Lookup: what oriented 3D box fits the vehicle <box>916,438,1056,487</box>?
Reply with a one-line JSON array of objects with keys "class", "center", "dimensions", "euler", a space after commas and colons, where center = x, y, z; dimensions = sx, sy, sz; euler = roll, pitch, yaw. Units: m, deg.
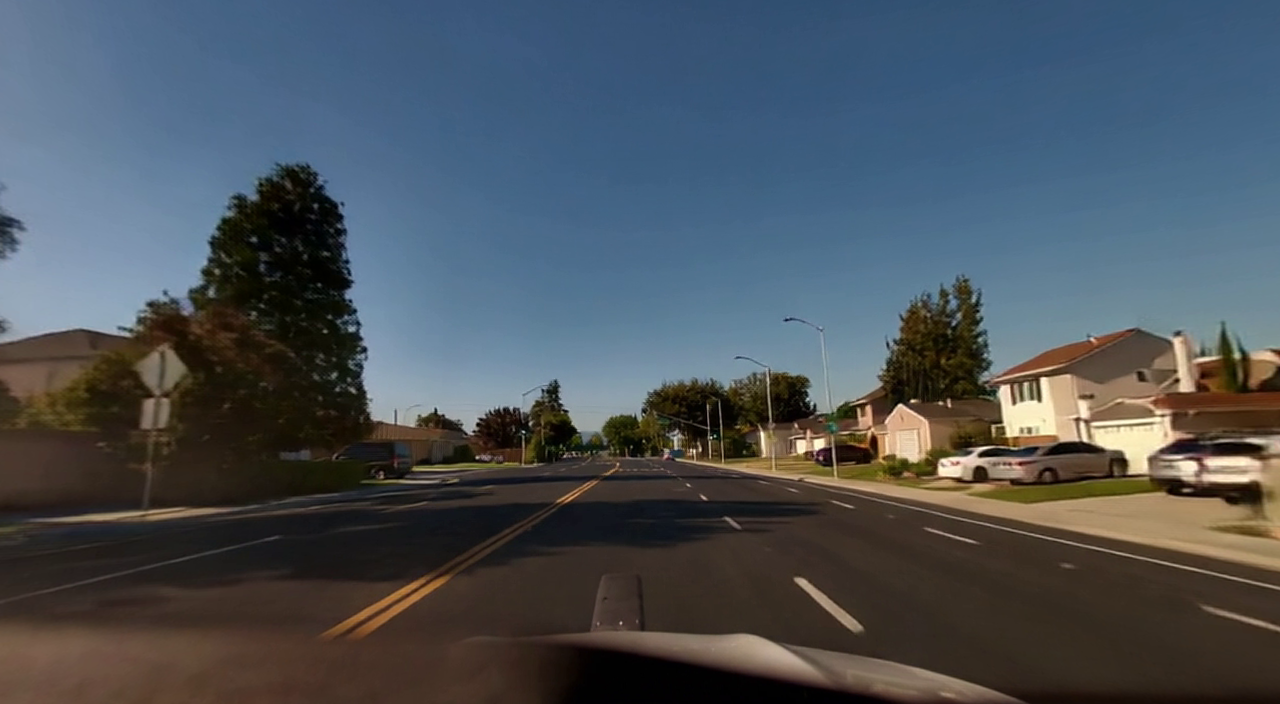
[{"class": "vehicle", "center": [14.005, 4.466, 25.776], "dimensions": [4.466, 1.578, 1.968], "euler": [-4, -7, -1]}]

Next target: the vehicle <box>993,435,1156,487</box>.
[{"class": "vehicle", "center": [15.202, 3.808, 22.311], "dimensions": [4.234, 1.491, 1.940], "euler": [-4, -7, 0]}]

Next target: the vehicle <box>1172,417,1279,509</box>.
[{"class": "vehicle", "center": [14.965, 2.376, 13.755], "dimensions": [4.854, 1.803, 2.179], "euler": [0, -9, -4]}]

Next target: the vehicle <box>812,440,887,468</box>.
[{"class": "vehicle", "center": [15.326, 7.451, 46.375], "dimensions": [4.739, 1.667, 1.998], "euler": [-4, -7, 0]}]

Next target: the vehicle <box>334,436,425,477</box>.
[{"class": "vehicle", "center": [-15.577, 6.270, 38.301], "dimensions": [2.653, 2.232, 6.273], "euler": [0, -8, 2]}]
